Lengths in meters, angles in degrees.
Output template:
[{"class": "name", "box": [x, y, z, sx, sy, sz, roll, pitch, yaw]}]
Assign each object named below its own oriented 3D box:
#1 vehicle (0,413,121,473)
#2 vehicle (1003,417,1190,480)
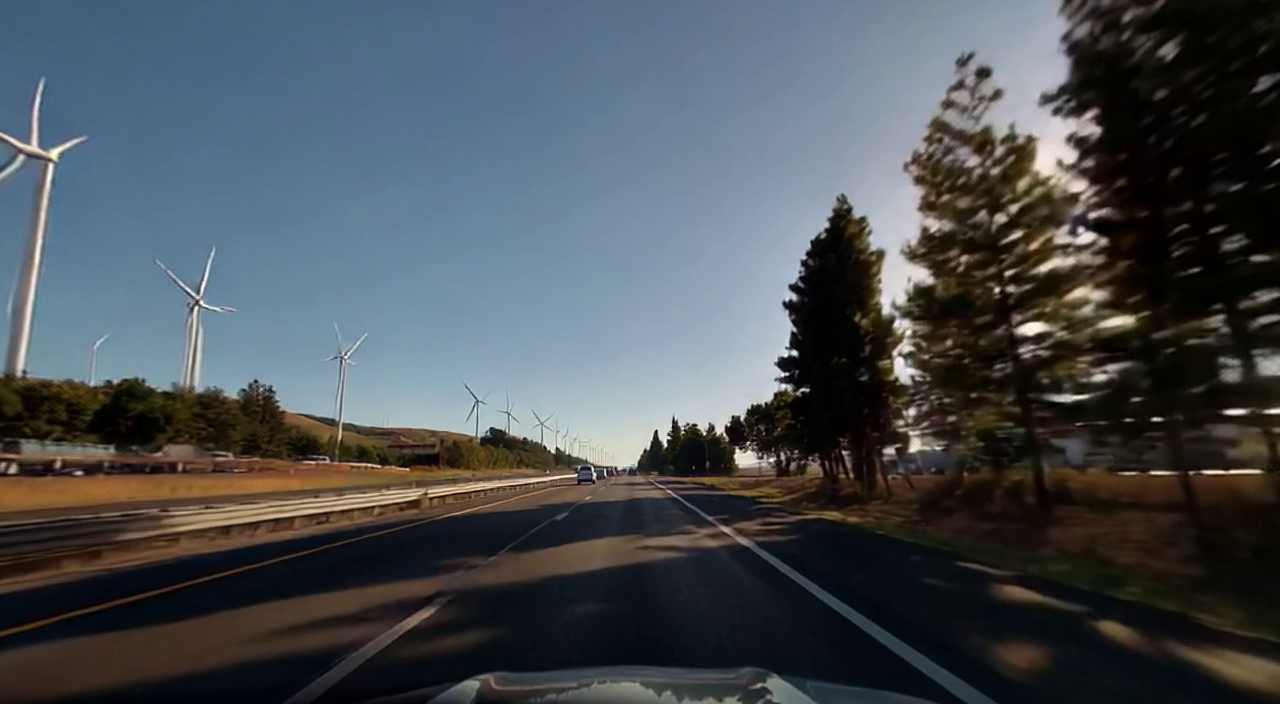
[{"class": "vehicle", "box": [-44.127, 5.785, 40.286, 3.225, 3.939, 19.827, -1, -11, 6]}, {"class": "vehicle", "box": [34.872, 7.548, 48.620, 11.082, 4.307, 2.970, -9, -14, 42]}]
